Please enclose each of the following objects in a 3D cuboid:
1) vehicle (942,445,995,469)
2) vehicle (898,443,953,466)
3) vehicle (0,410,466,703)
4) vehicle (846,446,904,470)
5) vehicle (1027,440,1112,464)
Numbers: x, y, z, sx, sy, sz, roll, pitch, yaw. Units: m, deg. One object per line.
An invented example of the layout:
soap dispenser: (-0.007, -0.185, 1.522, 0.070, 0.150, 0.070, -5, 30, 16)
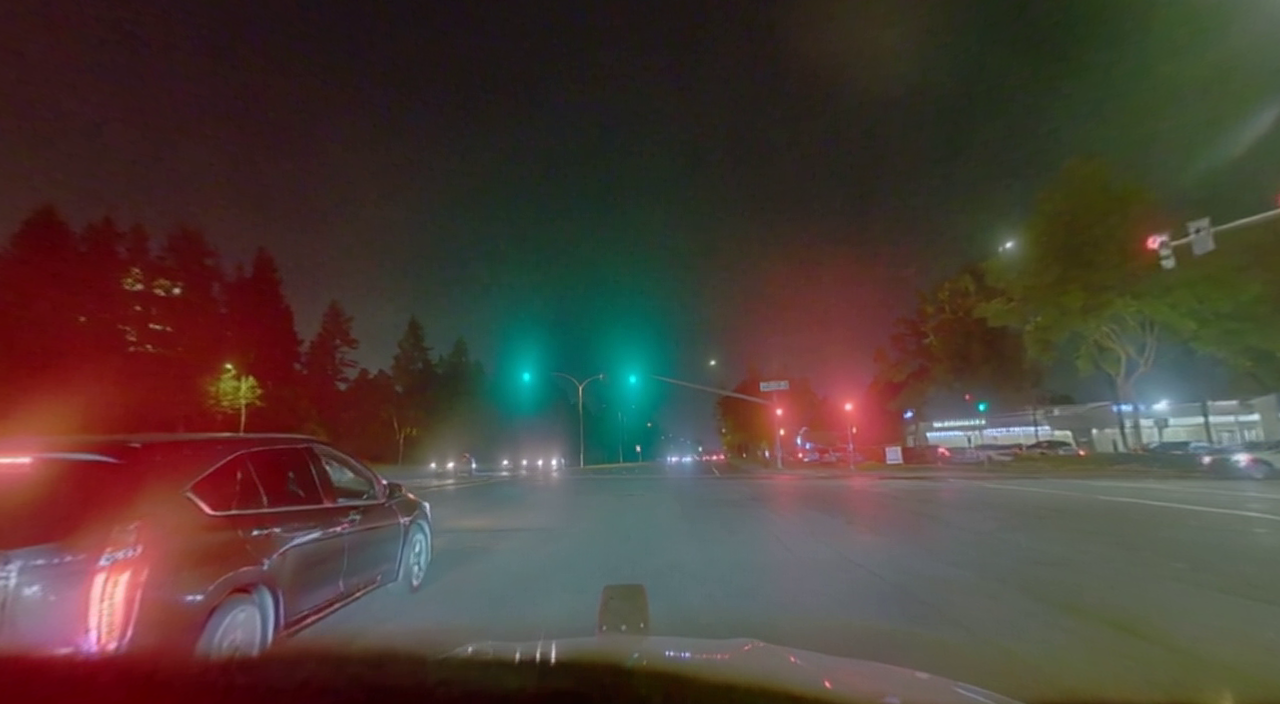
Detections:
vehicle: (21.165, 6.693, 40.510, 1.930, 1.410, 4.313, -8, -11, 41)
vehicle: (19.111, 6.822, 42.138, 1.945, 1.434, 4.293, -8, -11, 43)
vehicle: (-2.868, 1.268, 4.310, 1.924, 1.482, 4.734, 0, -8, 1)
vehicle: (16.713, 7.462, 44.629, 2.060, 1.445, 4.712, -9, -10, 43)
vehicle: (29.649, 6.881, 43.554, 4.678, 1.558, 1.883, 1, -8, -7)
